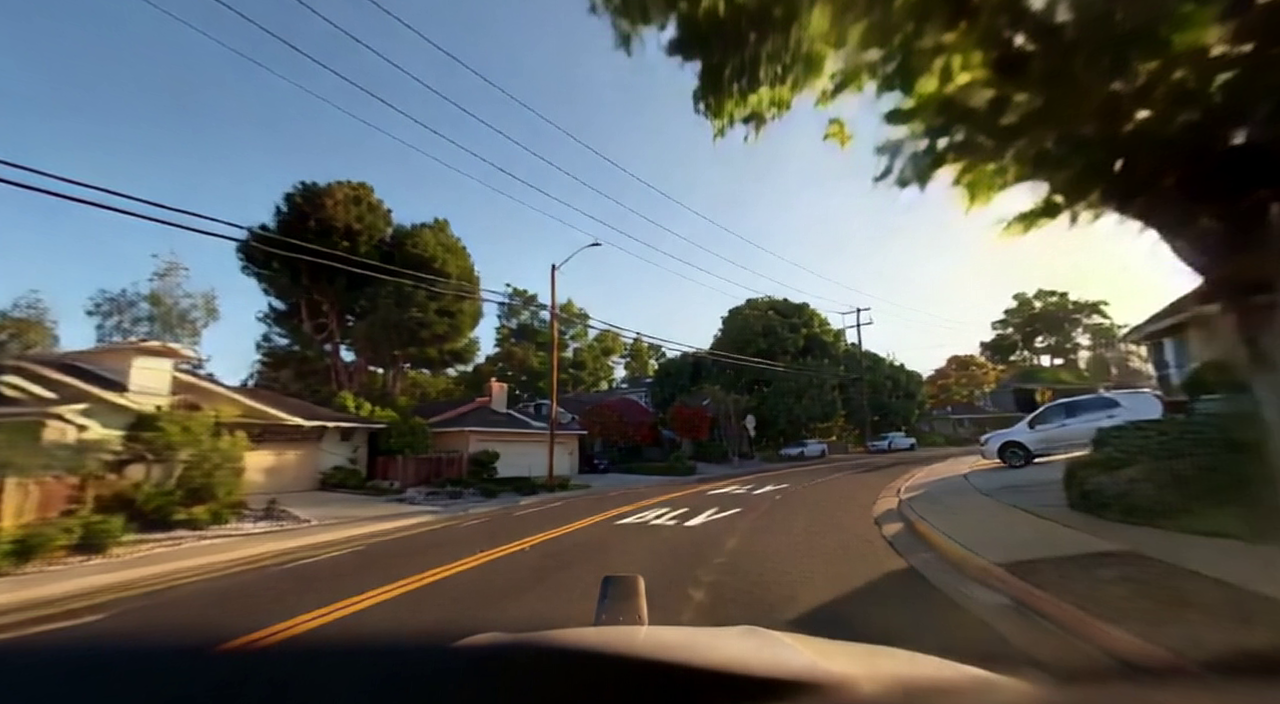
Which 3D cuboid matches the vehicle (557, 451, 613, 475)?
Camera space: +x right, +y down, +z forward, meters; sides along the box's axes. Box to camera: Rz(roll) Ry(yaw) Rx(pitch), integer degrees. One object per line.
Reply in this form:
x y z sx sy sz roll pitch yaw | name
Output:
-3.791 7.526 42.993 3.697 1.489 1.842 -8 -11 44 | vehicle

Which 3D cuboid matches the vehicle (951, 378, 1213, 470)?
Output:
10.797 1.896 15.998 5.011 2.014 2.056 -5 -10 29 | vehicle

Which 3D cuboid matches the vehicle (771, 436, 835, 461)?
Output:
12.349 7.339 48.196 2.155 1.802 4.758 4 -9 -25 | vehicle

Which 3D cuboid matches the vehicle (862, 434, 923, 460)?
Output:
18.069 6.834 45.178 4.463 1.726 2.056 8 -14 -40 | vehicle
